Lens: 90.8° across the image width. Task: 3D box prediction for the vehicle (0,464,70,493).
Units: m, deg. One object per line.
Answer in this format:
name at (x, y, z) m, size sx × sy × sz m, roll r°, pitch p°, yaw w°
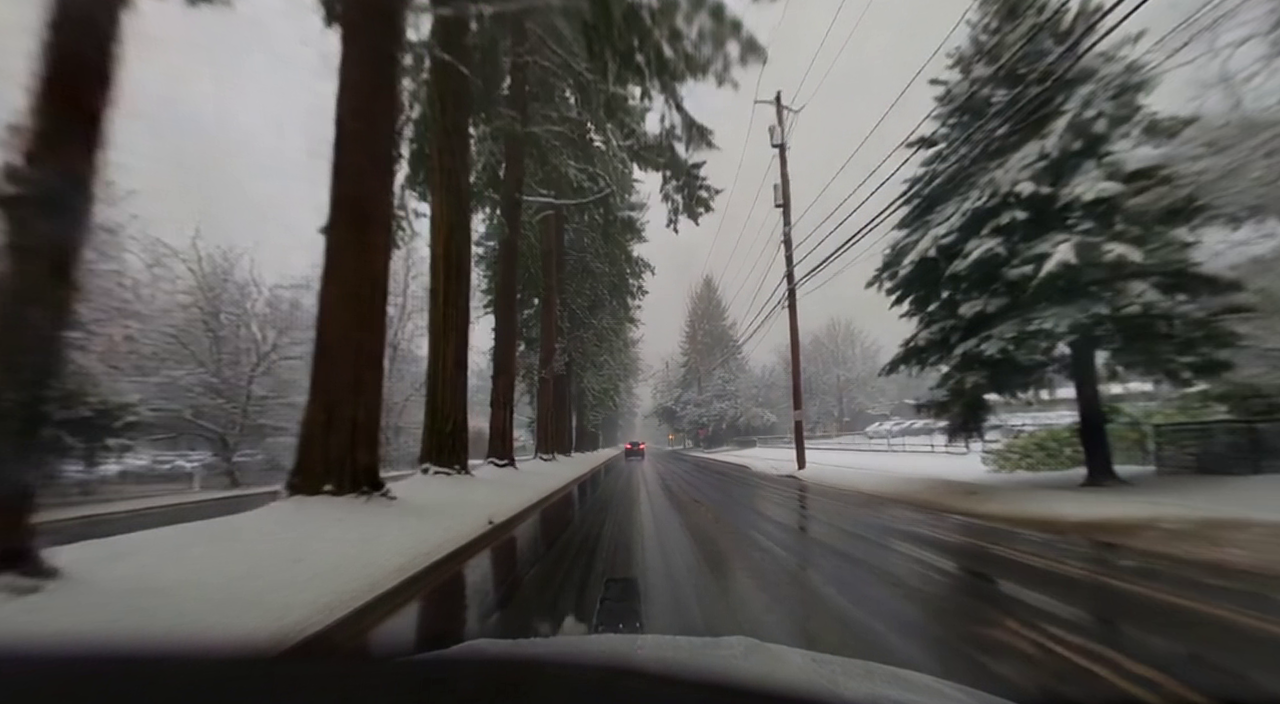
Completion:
vehicle at (-34.013, 6.820, 34.062) m, size 4.499 × 1.448 × 1.915 m, roll 0°, pitch -9°, yaw -3°
